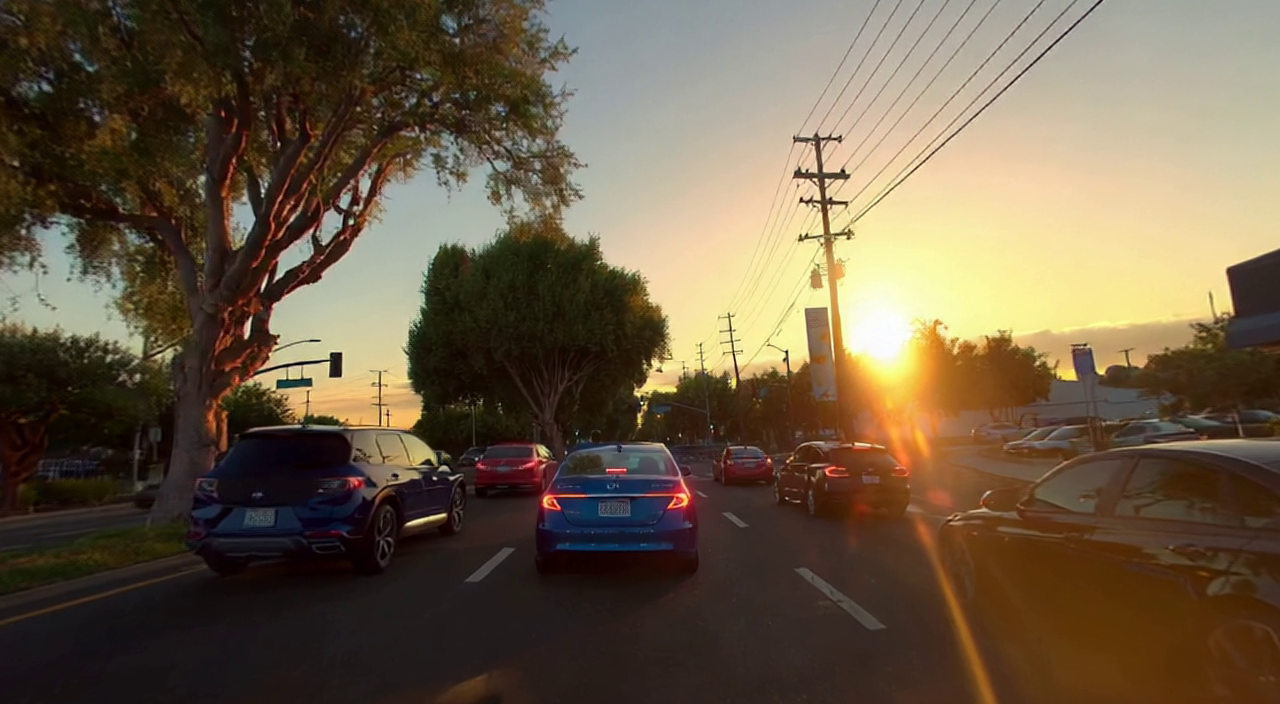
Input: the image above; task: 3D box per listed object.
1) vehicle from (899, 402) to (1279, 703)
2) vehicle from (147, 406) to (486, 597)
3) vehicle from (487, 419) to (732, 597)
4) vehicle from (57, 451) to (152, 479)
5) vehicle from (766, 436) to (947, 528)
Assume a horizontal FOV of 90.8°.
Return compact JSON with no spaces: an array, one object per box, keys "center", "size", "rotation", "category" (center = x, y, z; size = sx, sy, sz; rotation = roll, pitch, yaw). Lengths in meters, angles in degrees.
[{"center":[3.666,1.190,4.192],"size":[1.929,1.479,4.723],"rotation":[0,-9,1],"category":"vehicle"},{"center":[-3.419,1.654,7.849],"size":[1.979,1.697,4.254],"rotation":[0,-9,-1],"category":"vehicle"},{"center":[-0.317,1.632,7.415],"size":[2.097,1.511,3.809],"rotation":[0,-9,-2],"category":"vehicle"},{"center":[-37.034,7.829,43.740],"size":[4.683,1.833,2.078],"rotation":[0,-9,2],"category":"vehicle"},{"center":[3.933,2.429,12.412],"size":[1.909,1.473,4.361],"rotation":[0,-9,-1],"category":"vehicle"}]
